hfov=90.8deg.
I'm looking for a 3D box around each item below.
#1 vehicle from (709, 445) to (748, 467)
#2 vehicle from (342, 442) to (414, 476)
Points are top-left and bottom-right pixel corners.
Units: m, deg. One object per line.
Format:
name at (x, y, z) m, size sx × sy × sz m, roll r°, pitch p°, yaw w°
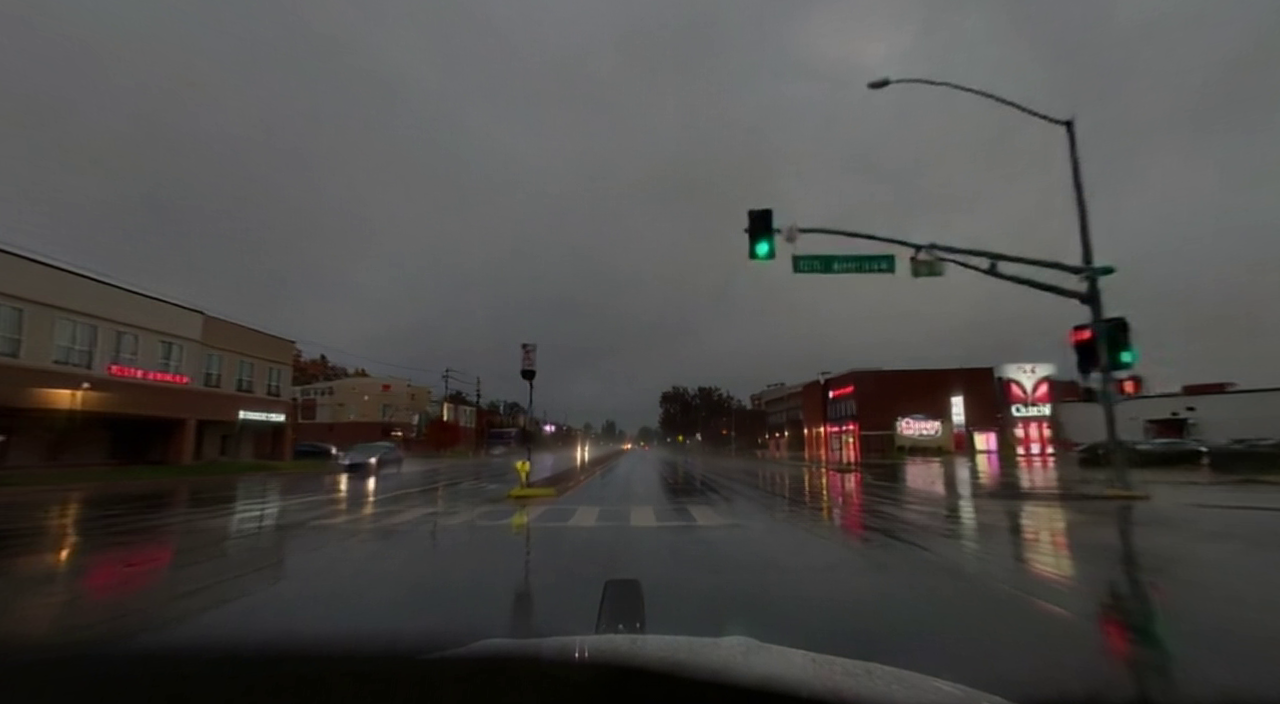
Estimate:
vehicle at (6.134, 7.244, 44.091) m, size 1.916 × 1.437 × 4.327 m, roll 0°, pitch -9°, yaw -3°
vehicle at (-15.174, 6.219, 36.920) m, size 2.036 × 1.787 × 4.985 m, roll 0°, pitch -9°, yaw 0°
